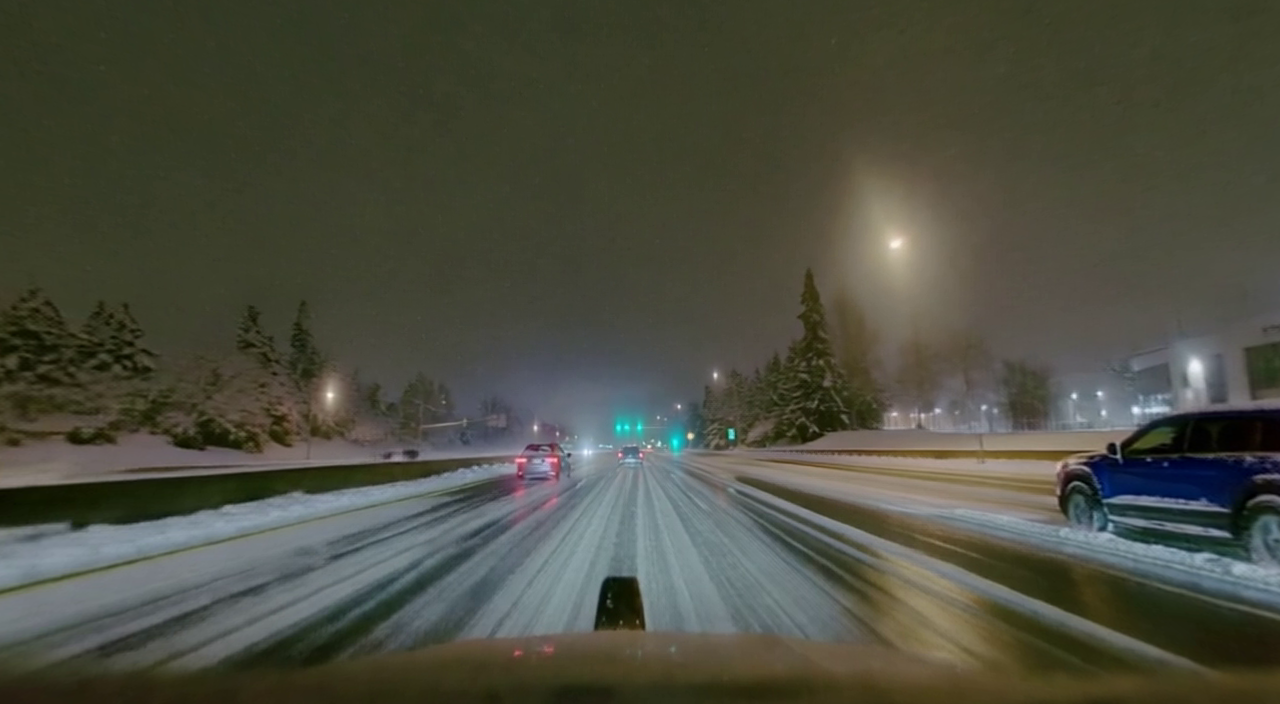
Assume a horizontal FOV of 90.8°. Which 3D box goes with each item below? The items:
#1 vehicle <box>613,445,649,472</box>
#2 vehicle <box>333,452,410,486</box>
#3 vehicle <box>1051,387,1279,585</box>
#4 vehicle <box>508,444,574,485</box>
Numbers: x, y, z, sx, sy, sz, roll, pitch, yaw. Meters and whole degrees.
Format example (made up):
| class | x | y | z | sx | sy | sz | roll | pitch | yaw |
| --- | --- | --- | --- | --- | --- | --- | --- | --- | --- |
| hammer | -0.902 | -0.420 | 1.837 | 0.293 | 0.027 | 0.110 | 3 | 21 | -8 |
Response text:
| class | x | y | z | sx | sy | sz | roll | pitch | yaw |
| --- | --- | --- | --- | --- | --- | --- | --- | --- | --- |
| vehicle | -0.549 | 6.325 | 37.619 | 1.997 | 1.485 | 4.094 | 0 | -9 | -1 |
| vehicle | -14.265 | 6.206 | 33.915 | 1.986 | 1.659 | 4.769 | -1 | -9 | 0 |
| vehicle | 6.921 | 1.344 | 6.575 | 2.028 | 1.801 | 4.741 | 0 | -9 | 0 |
| vehicle | -3.863 | 4.452 | 25.361 | 1.886 | 1.465 | 4.625 | -1 | -9 | 0 |
